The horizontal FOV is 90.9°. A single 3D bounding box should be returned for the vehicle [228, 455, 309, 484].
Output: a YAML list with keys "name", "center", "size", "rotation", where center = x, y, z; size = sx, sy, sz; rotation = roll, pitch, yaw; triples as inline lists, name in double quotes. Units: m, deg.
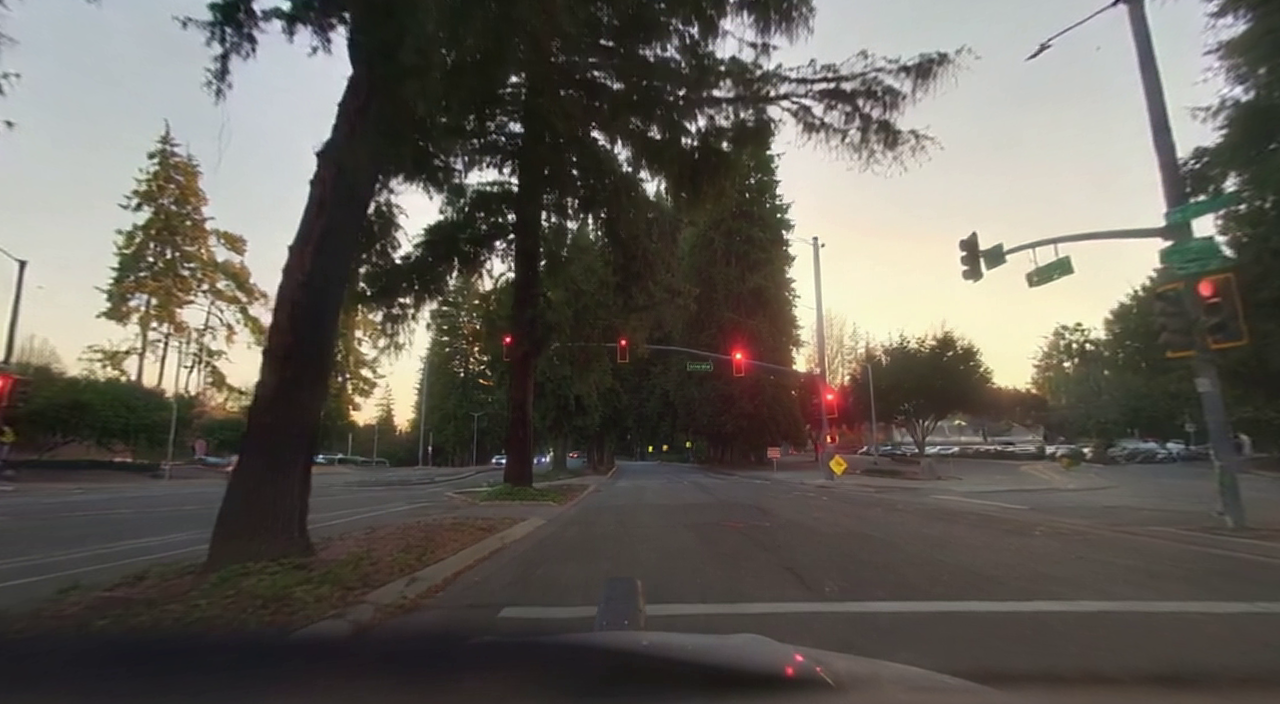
- name: "vehicle"
  center: [-21.034, 6.633, 35.897]
  size: [1.965, 1.475, 4.269]
  rotation: [0, -8, 1]
